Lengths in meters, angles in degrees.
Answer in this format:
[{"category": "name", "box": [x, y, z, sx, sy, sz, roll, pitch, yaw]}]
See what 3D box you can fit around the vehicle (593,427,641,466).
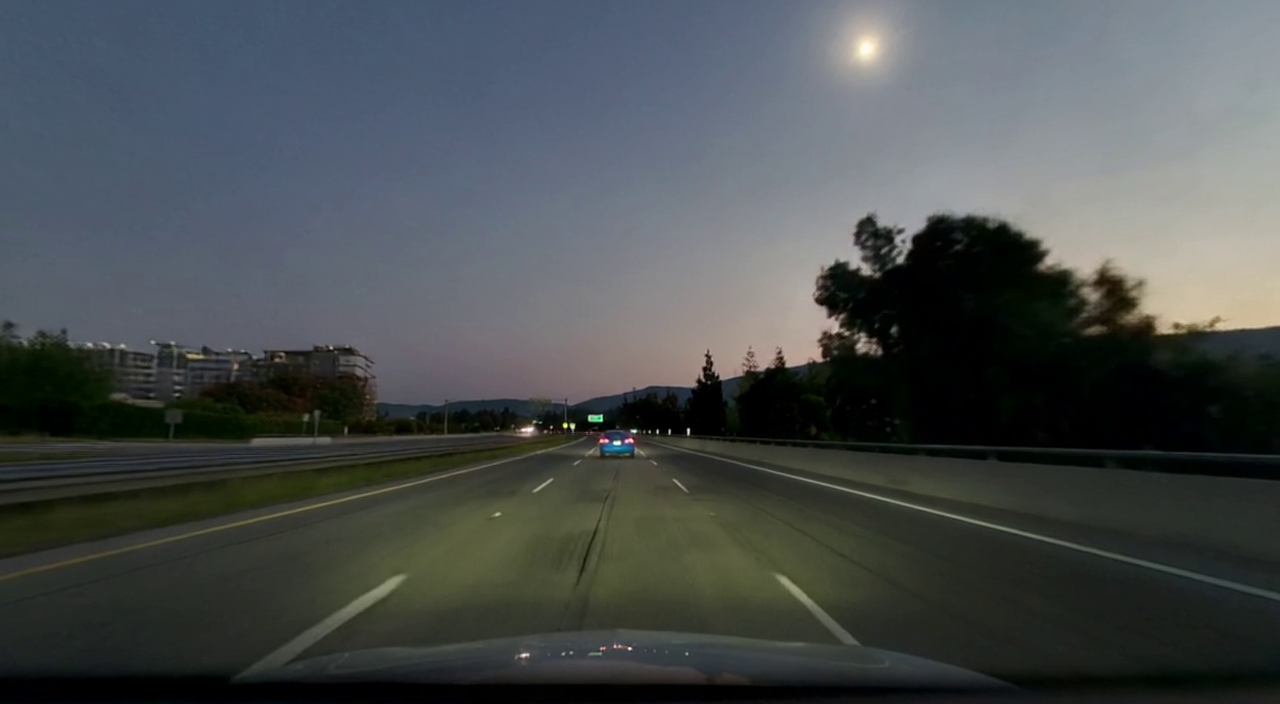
[{"category": "vehicle", "box": [-1.030, 4.241, 28.454, 2.020, 1.633, 3.942, 0, -8, -2]}]
